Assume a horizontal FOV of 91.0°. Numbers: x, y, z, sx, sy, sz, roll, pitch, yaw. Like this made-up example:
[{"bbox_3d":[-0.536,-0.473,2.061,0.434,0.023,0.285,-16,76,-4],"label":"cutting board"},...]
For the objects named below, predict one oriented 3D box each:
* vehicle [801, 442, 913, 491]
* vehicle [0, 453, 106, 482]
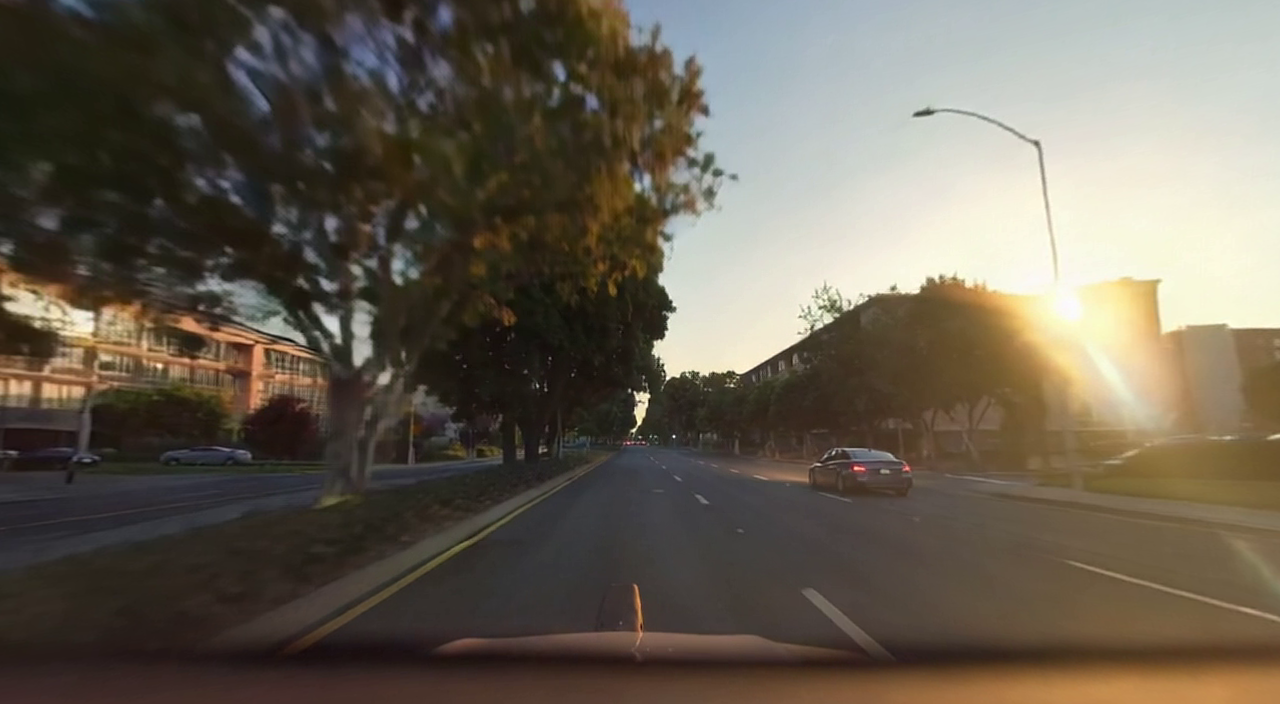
[{"bbox_3d":[7.026,3.749,21.001,2.054,1.421,4.487,0,-8,-1],"label":"vehicle"},{"bbox_3d":[-31.849,6.218,33.991,4.210,1.442,1.867,0,-9,0],"label":"vehicle"}]
